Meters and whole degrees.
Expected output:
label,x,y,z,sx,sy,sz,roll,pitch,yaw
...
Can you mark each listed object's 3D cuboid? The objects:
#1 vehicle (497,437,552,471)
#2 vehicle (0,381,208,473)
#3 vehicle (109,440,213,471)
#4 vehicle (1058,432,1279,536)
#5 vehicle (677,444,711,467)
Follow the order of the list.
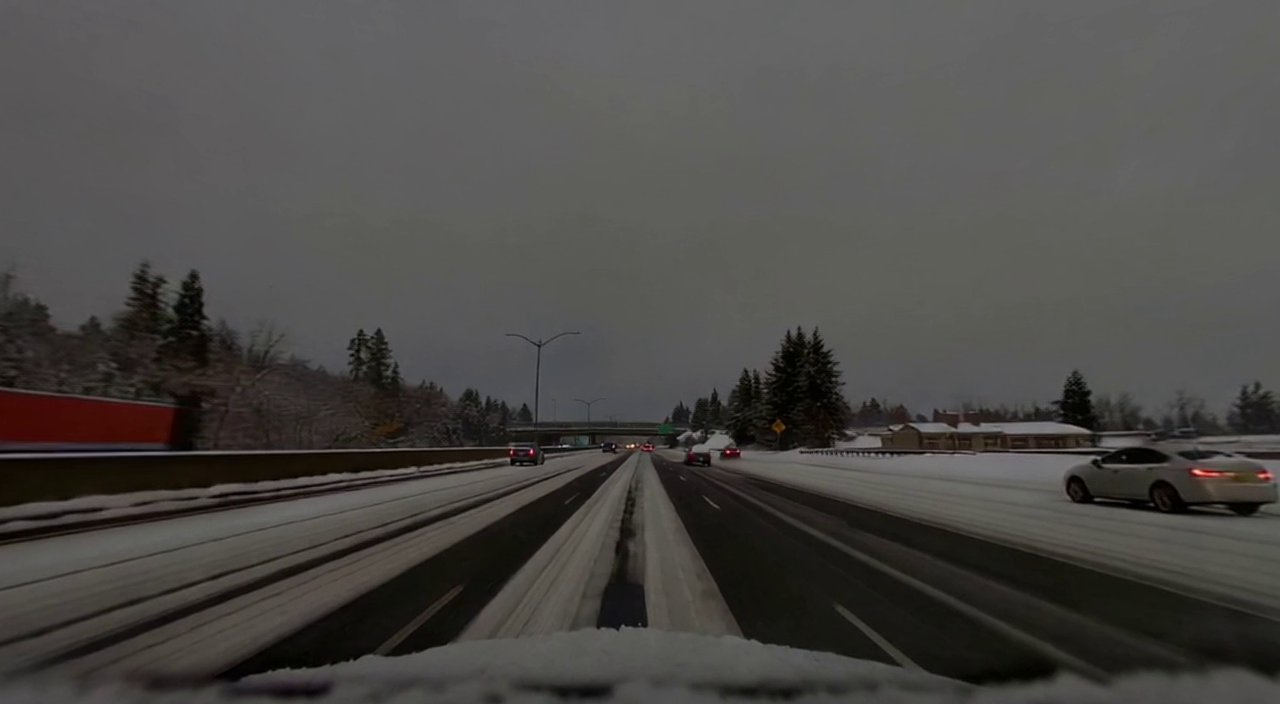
label,x,y,z,sx,sy,sz,roll,pitch,yaw
vehicle,-6.337,5.647,34.868,2.091,1.746,4.437,0,-9,1
vehicle,-28.882,3.956,31.803,2.859,3.925,15.495,0,-9,0
vehicle,-24.521,5.285,32.350,1.821,1.455,4.380,0,-9,1
vehicle,10.199,2.244,11.312,1.979,1.467,4.839,0,-9,0
vehicle,3.648,7.057,42.892,1.950,1.453,3.378,0,-9,-1
